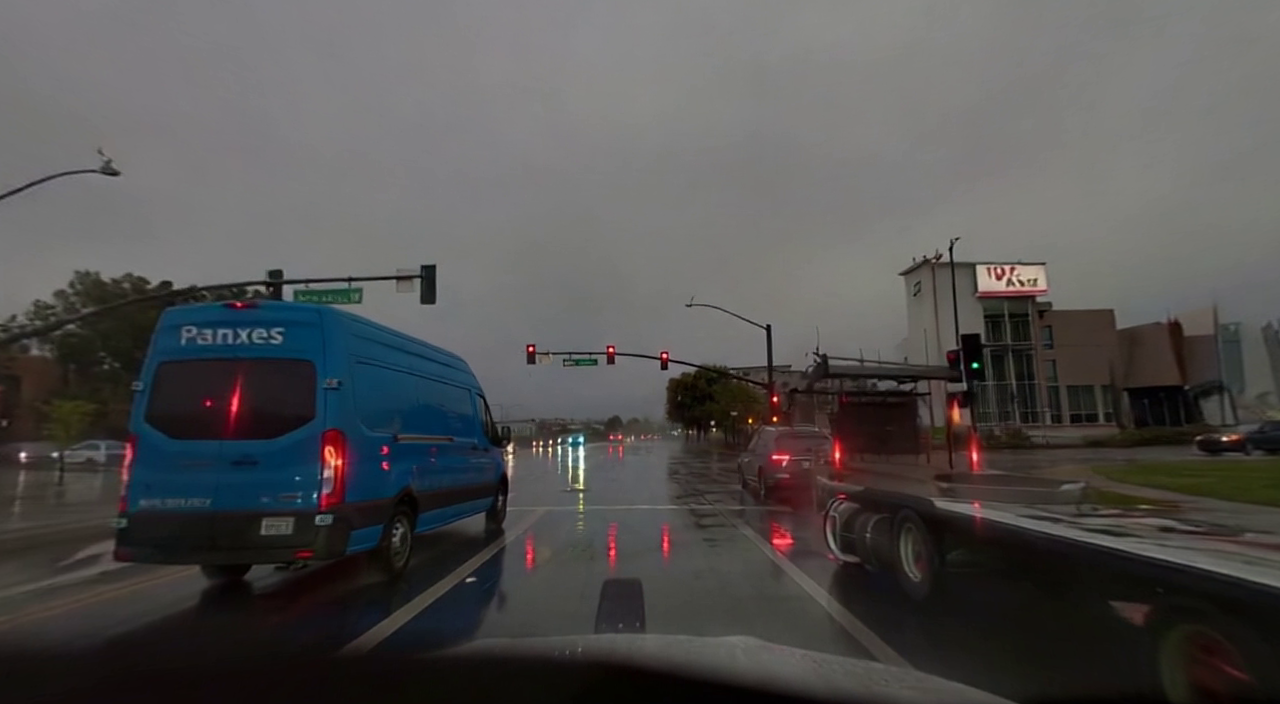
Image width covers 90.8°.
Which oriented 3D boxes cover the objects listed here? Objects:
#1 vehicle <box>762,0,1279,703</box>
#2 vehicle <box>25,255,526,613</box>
[{"bbox_3d":[3.156,-0.095,3.549,2.861,3.525,9.858,0,-9,-1],"label":"vehicle"},{"bbox_3d":[-3.384,1.079,8.191,2.443,2.784,6.493,0,-9,1],"label":"vehicle"}]
